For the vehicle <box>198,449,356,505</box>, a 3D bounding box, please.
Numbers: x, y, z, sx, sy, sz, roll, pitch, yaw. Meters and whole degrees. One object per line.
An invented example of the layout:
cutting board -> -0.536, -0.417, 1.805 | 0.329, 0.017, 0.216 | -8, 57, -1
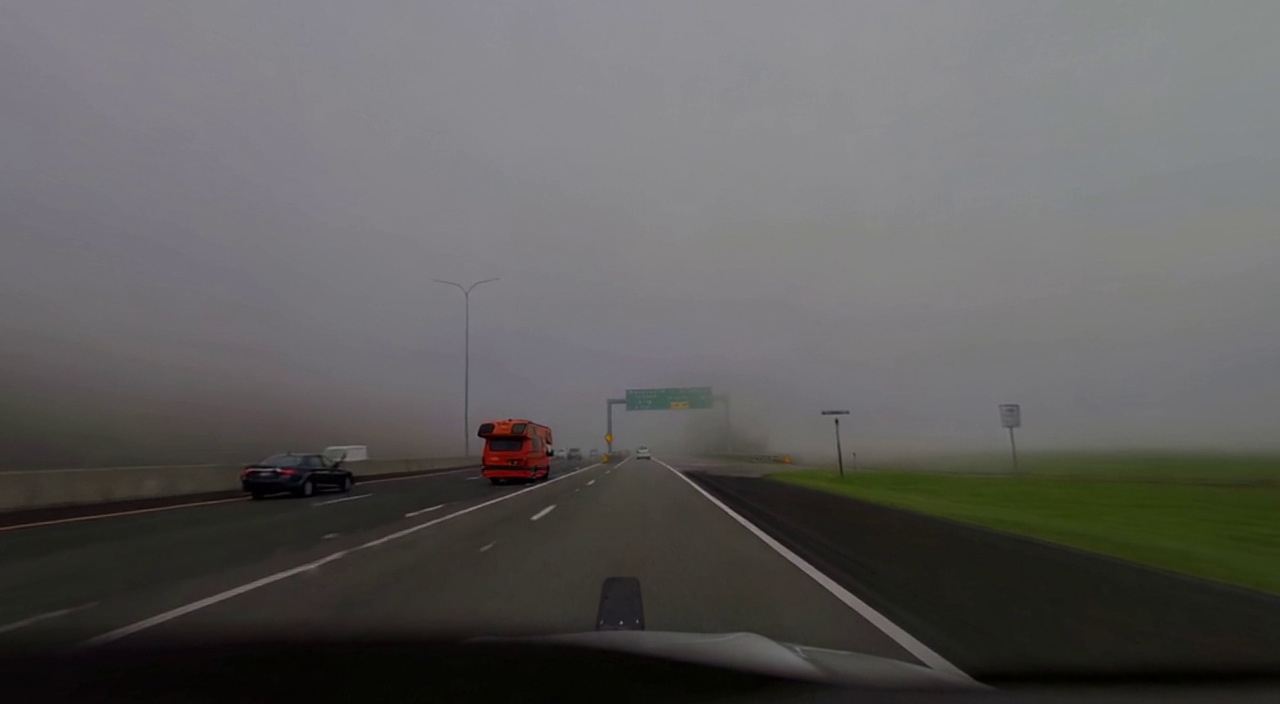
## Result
vehicle -> -10.606, 3.647, 18.936 | 1.922, 1.448, 4.638 | 0, -9, 1

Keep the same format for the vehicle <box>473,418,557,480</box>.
vehicle -> -6.434, 5.187, 33.777 | 2.747, 2.934, 7.411 | 0, -9, 2
